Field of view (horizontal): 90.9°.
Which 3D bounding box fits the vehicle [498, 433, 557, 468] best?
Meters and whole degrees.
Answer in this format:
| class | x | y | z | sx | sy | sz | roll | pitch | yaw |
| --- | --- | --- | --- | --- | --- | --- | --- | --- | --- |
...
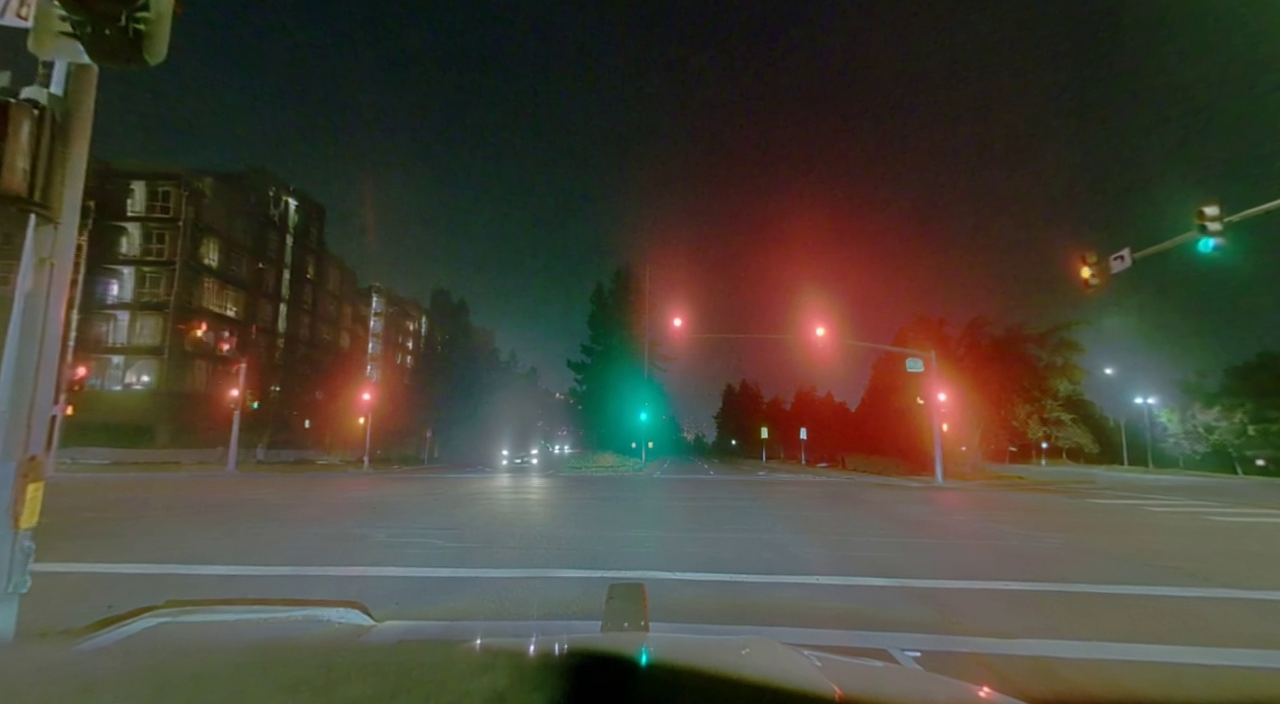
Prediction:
| class | x | y | z | sx | sy | sz | roll | pitch | yaw |
| --- | --- | --- | --- | --- | --- | --- | --- | --- | --- |
| vehicle | -6.091 | 5.440 | 34.972 | 2.234 | 1.796 | 5.416 | 0 | -8 | 1 |
